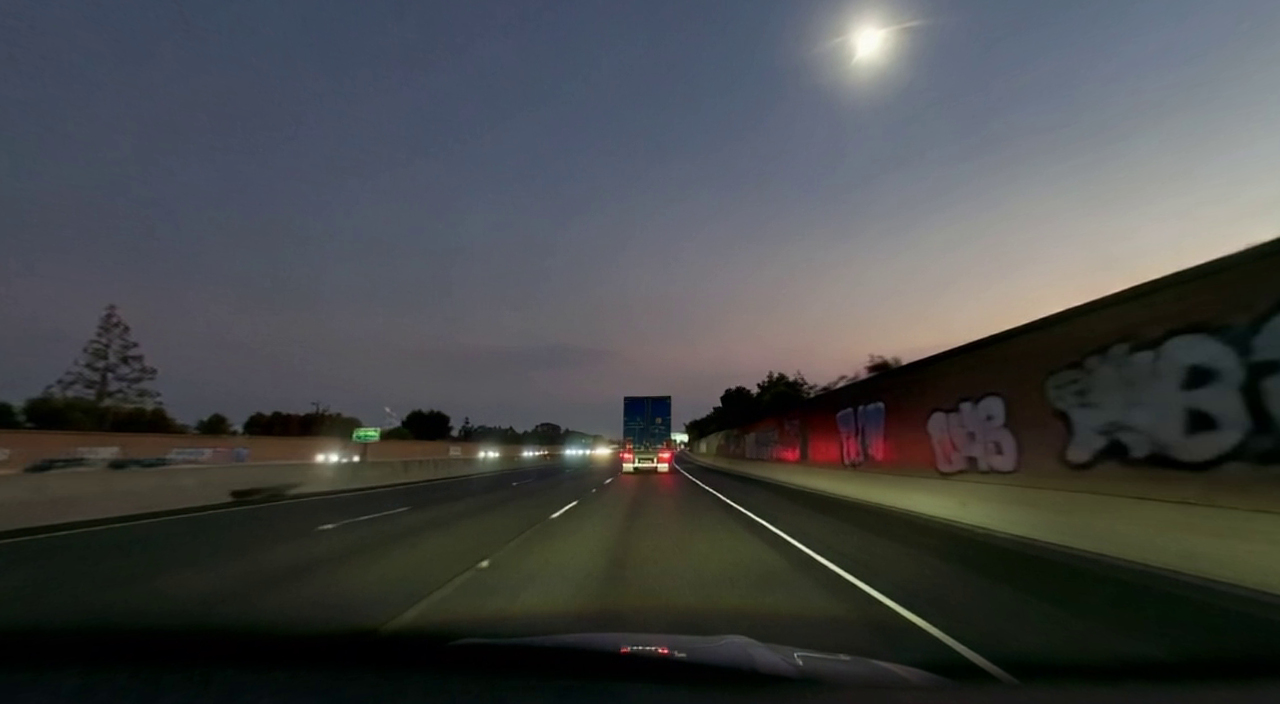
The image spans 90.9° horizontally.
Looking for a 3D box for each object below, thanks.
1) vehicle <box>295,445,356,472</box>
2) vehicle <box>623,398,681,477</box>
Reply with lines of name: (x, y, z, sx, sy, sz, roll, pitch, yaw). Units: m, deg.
vehicle: (-24.171, 8.192, 48.646, 2.147, 2.006, 4.767, 0, -9, 1)
vehicle: (0.652, 5.282, 38.280, 2.997, 4.069, 10.871, 0, -9, 0)
